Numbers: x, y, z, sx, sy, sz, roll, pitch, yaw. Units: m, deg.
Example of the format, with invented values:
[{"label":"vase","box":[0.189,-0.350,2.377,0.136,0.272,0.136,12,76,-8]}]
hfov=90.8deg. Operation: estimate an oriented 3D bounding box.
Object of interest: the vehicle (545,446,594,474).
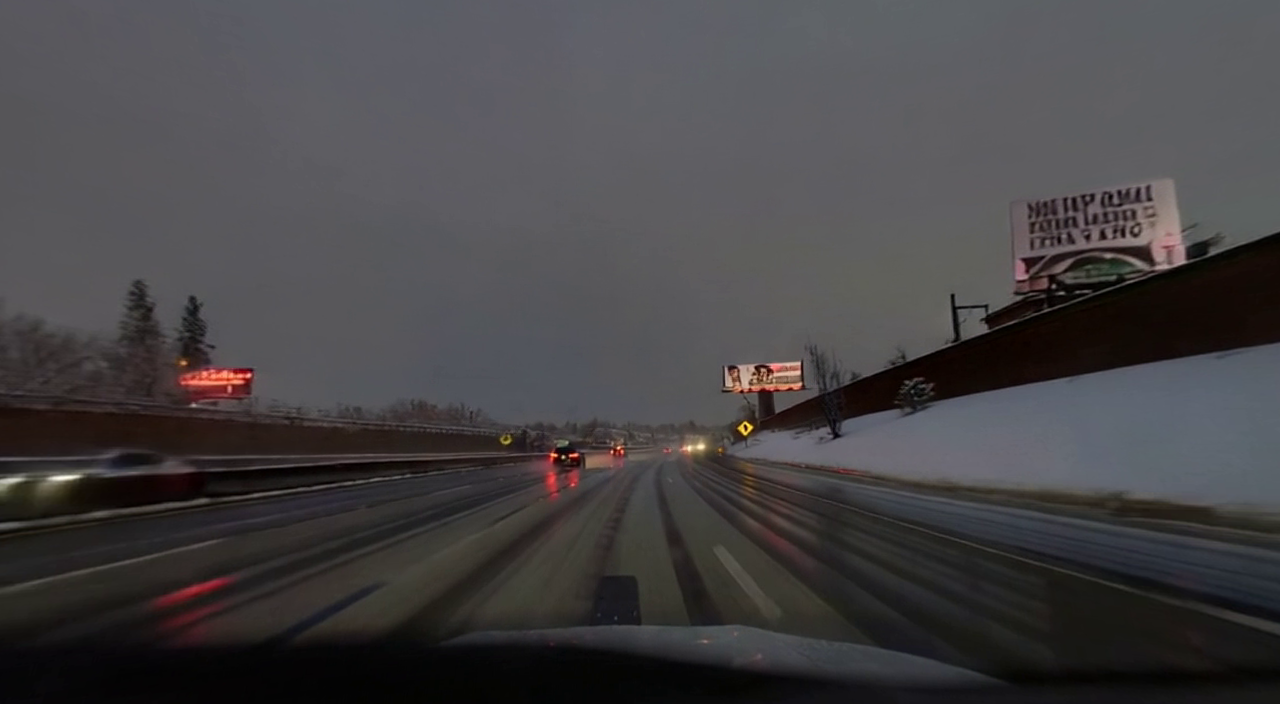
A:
[{"label":"vehicle","box":[-3.864,5.993,35.430,2.078,1.457,4.648,0,-9,2]}]

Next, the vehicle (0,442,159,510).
[{"label":"vehicle","box":[-14.884,3.053,16.021,2.078,1.483,4.120,0,-9,1]}]
